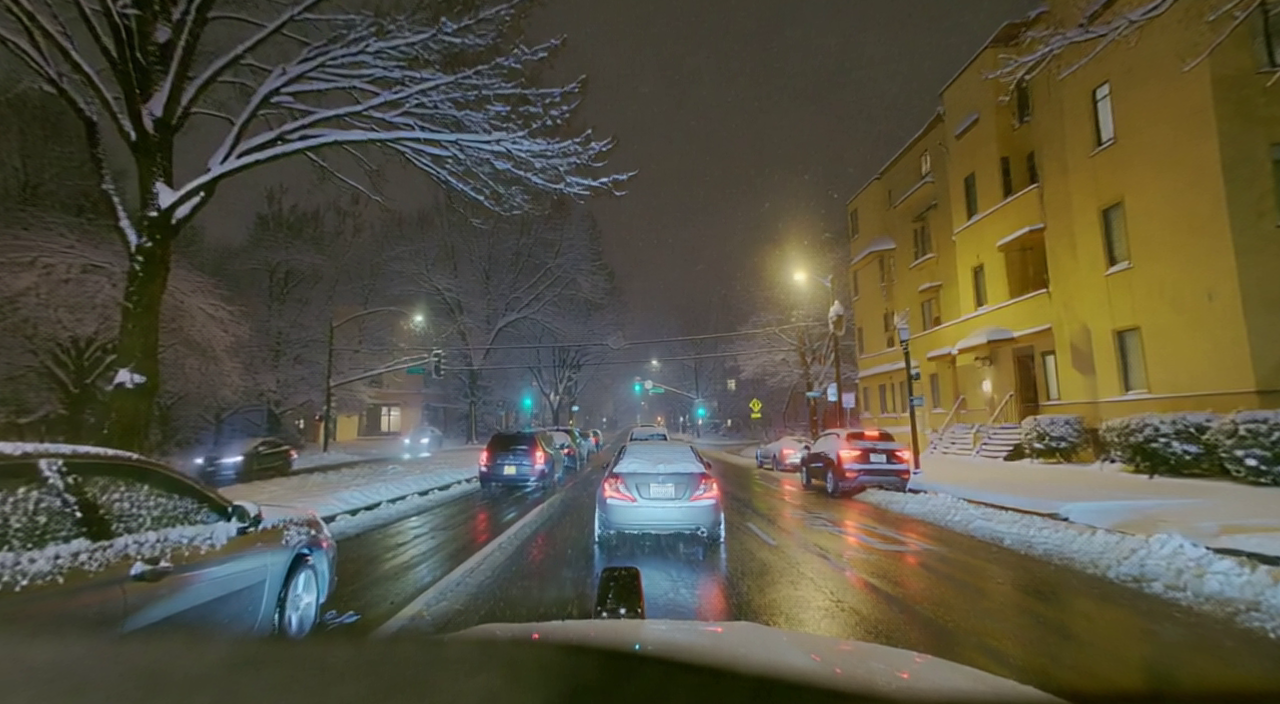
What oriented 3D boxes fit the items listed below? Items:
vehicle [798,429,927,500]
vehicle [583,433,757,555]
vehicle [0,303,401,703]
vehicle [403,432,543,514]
[{"bbox_3d":[6.339,3.253,18.675,2.025,1.808,4.579,0,-9,-2],"label":"vehicle"},{"bbox_3d":[0.272,1.996,9.573,2.095,1.438,3.843,0,-9,-3],"label":"vehicle"},{"bbox_3d":[-3.268,0.933,3.397,2.152,1.802,4.628,0,-9,0],"label":"vehicle"},{"bbox_3d":[-3.507,2.623,14.219,1.901,1.522,4.556,0,-9,0],"label":"vehicle"}]
